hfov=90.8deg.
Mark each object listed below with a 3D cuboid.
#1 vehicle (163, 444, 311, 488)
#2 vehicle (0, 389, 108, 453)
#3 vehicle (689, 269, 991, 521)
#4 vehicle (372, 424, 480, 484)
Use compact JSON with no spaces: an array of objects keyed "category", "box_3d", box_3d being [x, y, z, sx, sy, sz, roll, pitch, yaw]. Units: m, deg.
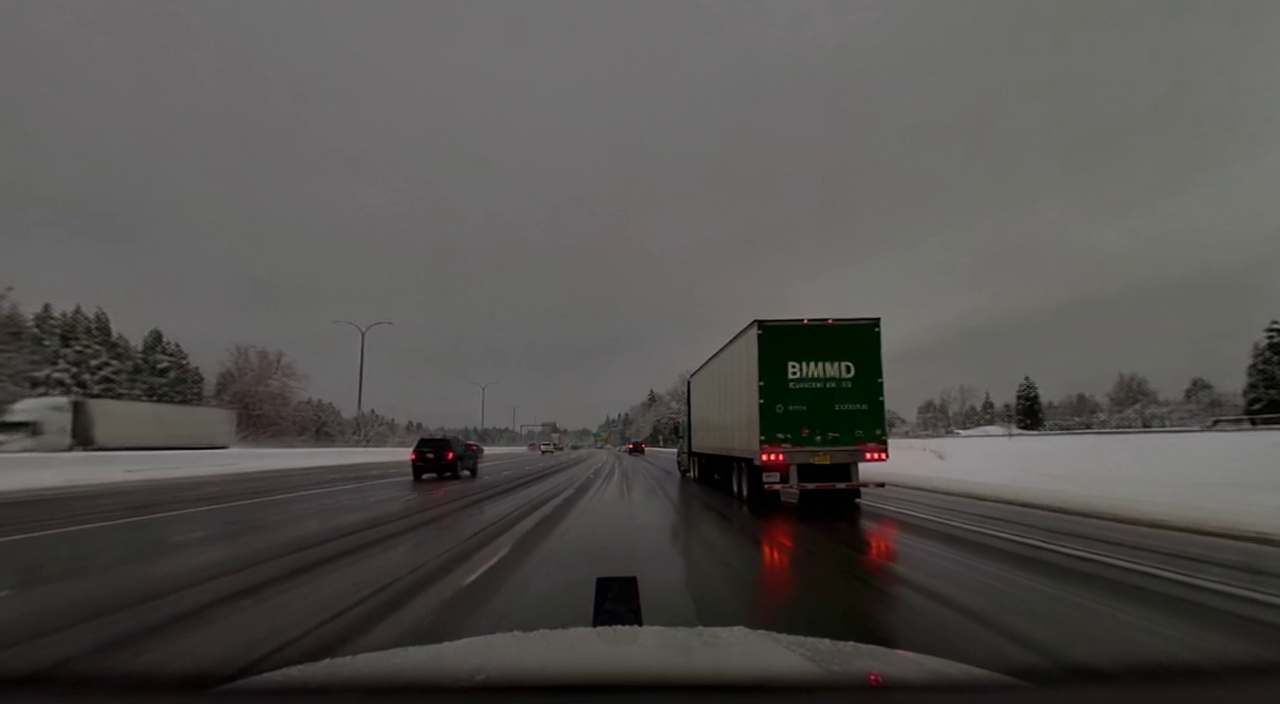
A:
[{"category":"vehicle","box_3d":[-14.036,3.970,22.440,2.067,1.398,4.863,0,-8,0]},{"category":"vehicle","box_3d":[-38.776,4.571,40.948,3.018,3.841,6.047,0,-8,-1]},{"category":"vehicle","box_3d":[3.669,1.724,17.381,2.891,3.944,15.051,0,-8,-2]},{"category":"vehicle","box_3d":[-7.513,3.642,22.845,2.100,1.905,5.119,0,-8,0]}]
